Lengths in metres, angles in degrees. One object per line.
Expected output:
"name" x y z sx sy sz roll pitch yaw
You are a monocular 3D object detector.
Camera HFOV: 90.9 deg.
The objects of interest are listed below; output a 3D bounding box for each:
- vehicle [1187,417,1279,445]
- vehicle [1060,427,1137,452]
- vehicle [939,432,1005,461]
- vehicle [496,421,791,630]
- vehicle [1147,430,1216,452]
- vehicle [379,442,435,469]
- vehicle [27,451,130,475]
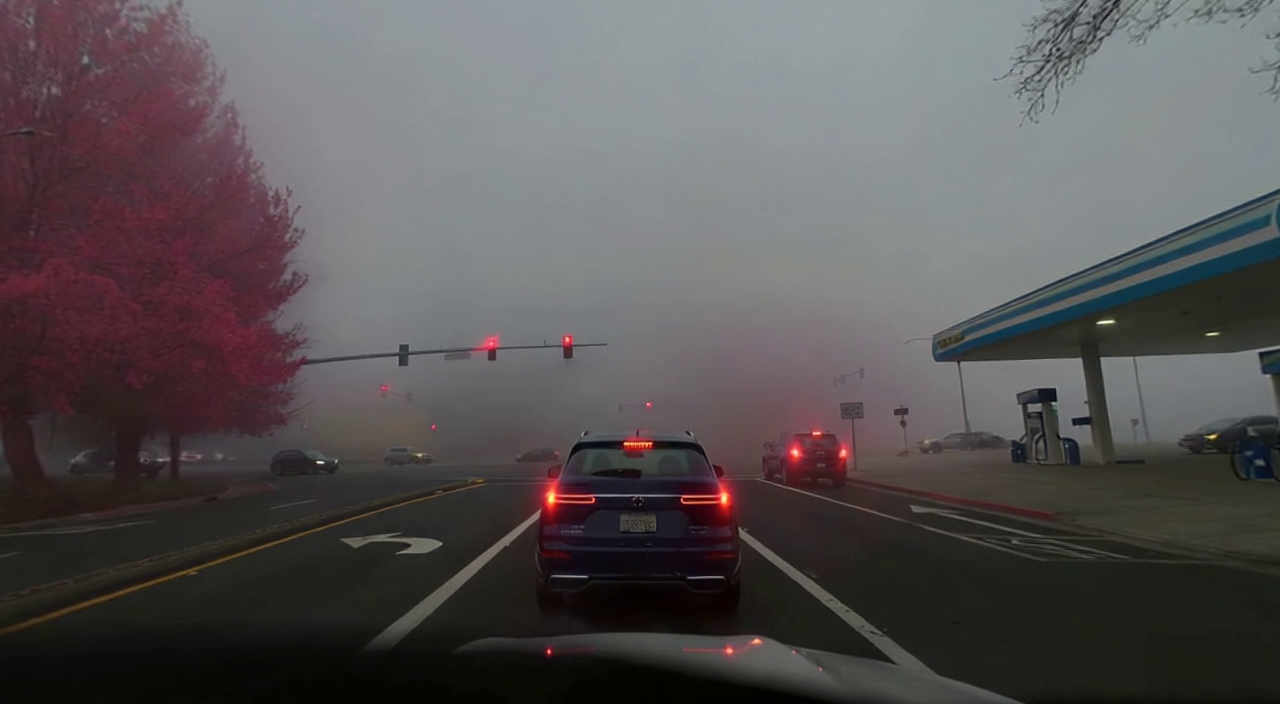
"vehicle" 36.319 4.862 38.489 1.848 1.581 4.475 0 -8 2
"vehicle" 34.770 6.621 47.865 4.294 1.557 1.744 -4 -8 1
"vehicle" 18.391 5.238 34.846 2.053 1.495 4.091 -8 -12 44
"vehicle" 0.014 1.546 6.621 2.112 1.482 4.057 0 -8 0
"vehicle" 40.947 6.725 47.694 3.573 1.432 1.604 -3 -8 1
"vehicle" -17.391 7.685 46.893 4.660 1.867 2.019 -8 -11 43
"vehicle" -37.986 7.477 42.748 1.889 1.455 4.813 -6 -10 34
